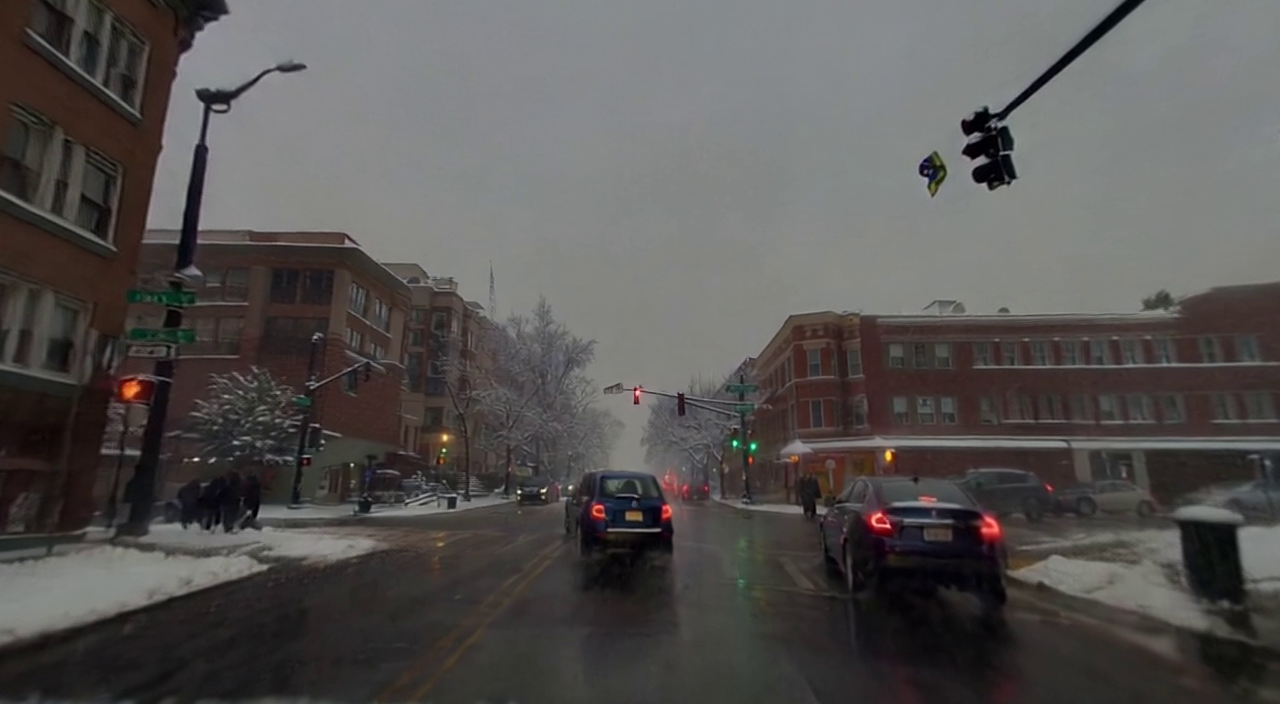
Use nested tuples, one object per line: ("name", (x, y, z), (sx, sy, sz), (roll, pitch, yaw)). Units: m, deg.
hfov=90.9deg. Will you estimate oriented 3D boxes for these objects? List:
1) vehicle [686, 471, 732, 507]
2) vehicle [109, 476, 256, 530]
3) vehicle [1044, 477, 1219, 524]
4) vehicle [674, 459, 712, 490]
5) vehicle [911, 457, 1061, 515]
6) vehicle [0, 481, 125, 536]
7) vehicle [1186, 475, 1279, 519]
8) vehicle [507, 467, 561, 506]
("vehicle", (3.834, 7.728, 35.886), (1.908, 1.741, 4.066), (0, -9, -3))
("vehicle", (-19.474, 6.431, 26.996), (4.750, 2.083, 2.002), (-1, -9, 4))
("vehicle", (20.817, 6.290, 26.923), (5.345, 1.747, 2.410), (-1, -9, 2))
("vehicle", (3.740, 8.770, 45.229), (2.365, 1.994, 4.259), (-1, -9, 0))
("vehicle", (14.706, 5.695, 27.039), (4.974, 2.266, 2.324), (0, -9, -1))
("vehicle", (-25.342, 6.671, 27.017), (4.588, 2.048, 2.110), (-1, -9, 1))
("vehicle", (26.406, 6.072, 26.491), (4.734, 1.605, 2.186), (-1, -9, 1))
("vehicle", (-5.985, 7.671, 36.183), (2.226, 1.896, 4.438), (-1, -9, 1))
